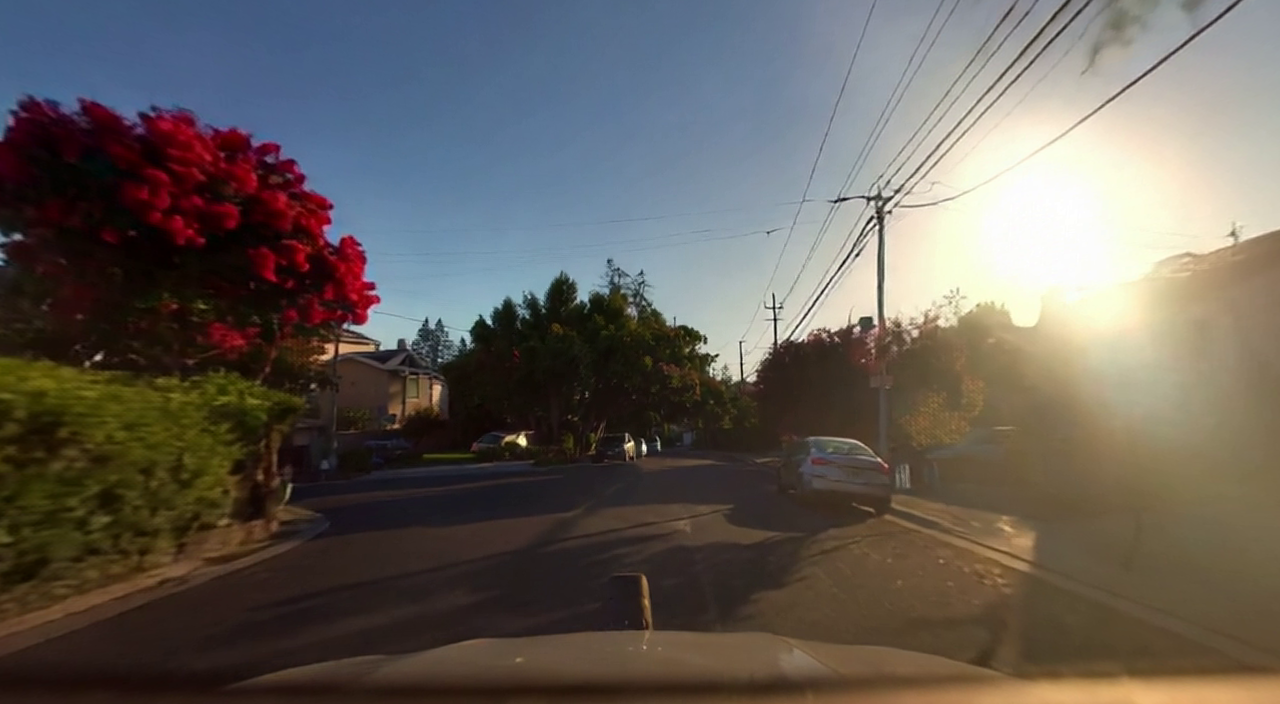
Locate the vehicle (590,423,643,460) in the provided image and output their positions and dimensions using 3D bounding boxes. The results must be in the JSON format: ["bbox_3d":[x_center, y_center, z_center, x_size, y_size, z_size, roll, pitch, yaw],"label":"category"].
[{"bbox_3d":[-1.235,5.229,36.782,2.463,1.951,5.794,-1,-8,4],"label":"vehicle"}]

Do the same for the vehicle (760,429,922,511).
[{"bbox_3d":[4.099,2.492,13.924,2.151,1.468,5.066,0,-8,3],"label":"vehicle"}]

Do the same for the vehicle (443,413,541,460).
[{"bbox_3d":[-9.310,5.385,40.068,5.828,2.818,2.231,2,-8,-12],"label":"vehicle"}]
